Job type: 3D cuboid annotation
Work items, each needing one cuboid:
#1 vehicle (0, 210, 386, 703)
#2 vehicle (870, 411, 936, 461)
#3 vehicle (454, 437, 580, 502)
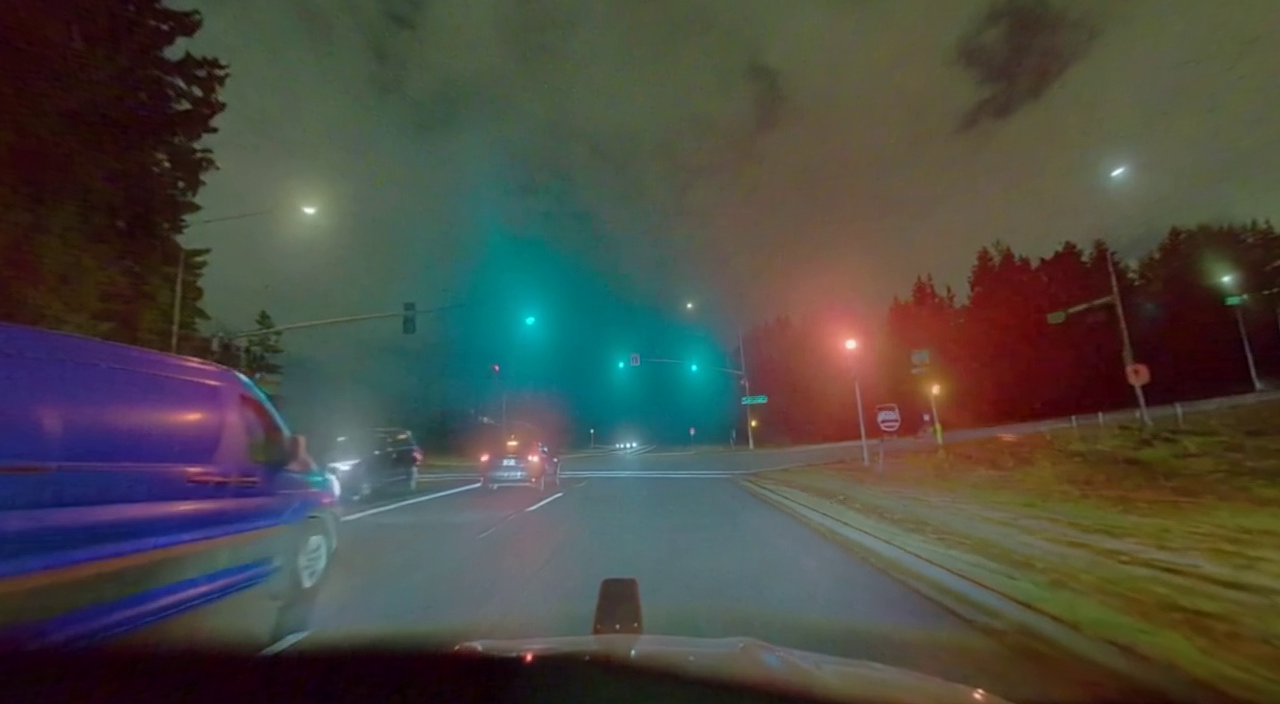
[{"bbox_3d":[-3.522,0.702,3.087,2.362,2.185,5.212,0,-8,0],"label":"vehicle"},{"bbox_3d":[10.337,3.318,24.737,2.434,1.886,1.216,6,-11,-36],"label":"vehicle"},{"bbox_3d":[-3.090,3.068,16.967,2.088,1.484,4.572,-1,-8,5],"label":"vehicle"}]
